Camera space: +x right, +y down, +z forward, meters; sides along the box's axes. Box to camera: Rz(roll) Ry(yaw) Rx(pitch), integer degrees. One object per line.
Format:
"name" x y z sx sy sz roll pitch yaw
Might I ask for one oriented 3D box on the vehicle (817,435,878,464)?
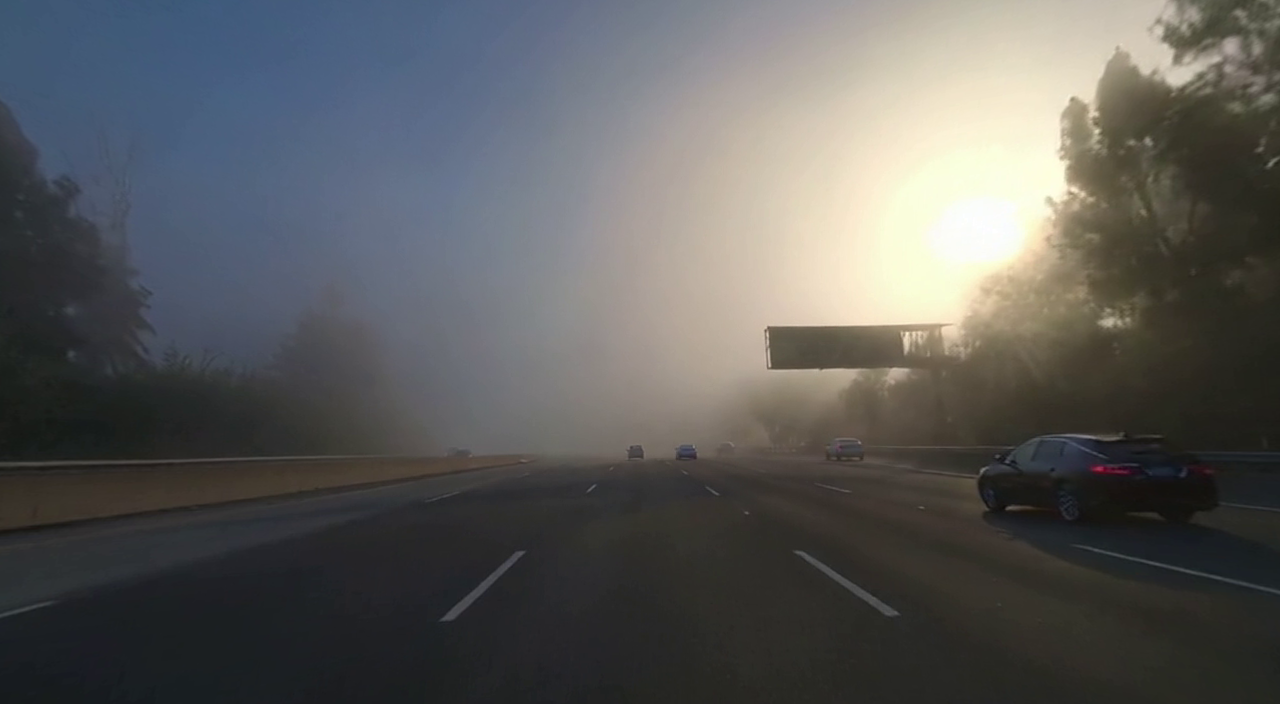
"vehicle" 13.985 6.613 42.791 2.107 1.803 5.385 0 -8 -2

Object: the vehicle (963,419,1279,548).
"vehicle" 7.565 2.028 10.385 2.124 1.661 4.267 0 -8 -1
